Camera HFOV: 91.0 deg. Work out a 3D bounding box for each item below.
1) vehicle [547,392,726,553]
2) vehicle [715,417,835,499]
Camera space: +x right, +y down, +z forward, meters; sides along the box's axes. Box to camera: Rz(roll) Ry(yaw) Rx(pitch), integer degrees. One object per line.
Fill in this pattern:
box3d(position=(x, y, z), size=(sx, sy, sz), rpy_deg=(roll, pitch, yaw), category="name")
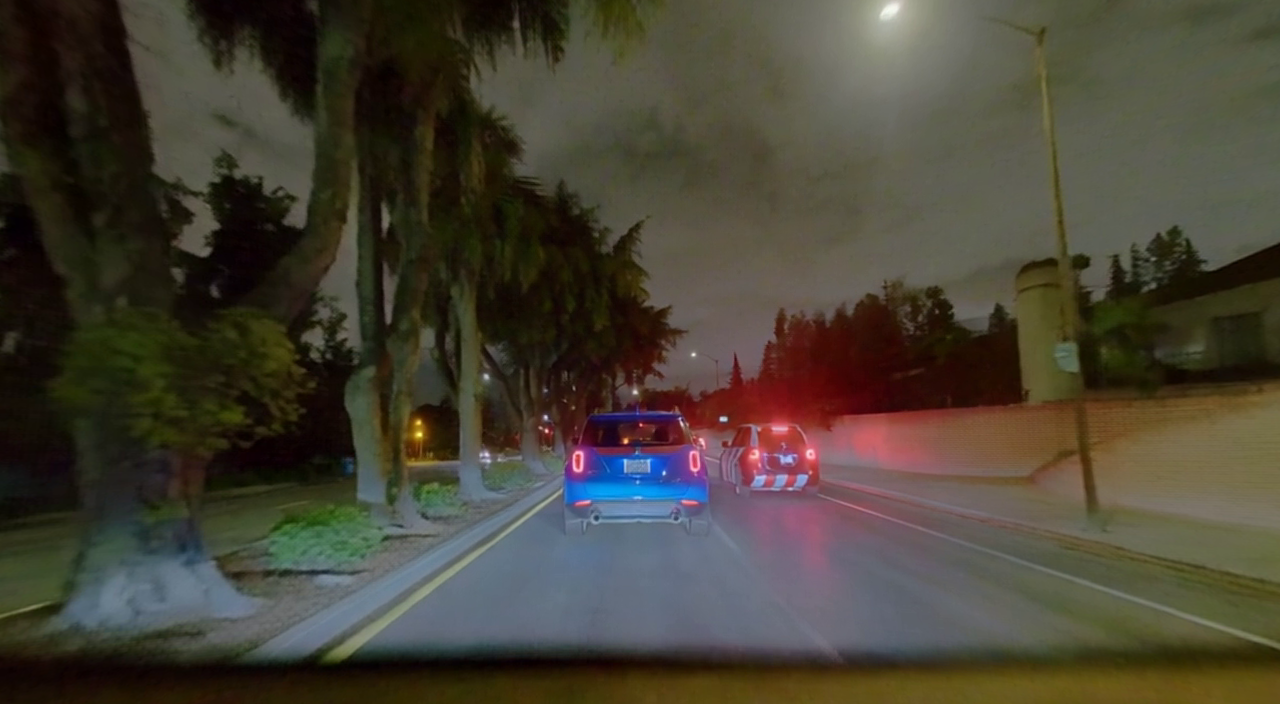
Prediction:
box3d(position=(-0.090, 1.578, 8.665), size=(1.984, 1.777, 3.148), rpy_deg=(1, -8, -2), category="vehicle")
box3d(position=(3.074, 2.526, 15.292), size=(1.840, 1.709, 4.202), rpy_deg=(1, -8, -2), category="vehicle")
